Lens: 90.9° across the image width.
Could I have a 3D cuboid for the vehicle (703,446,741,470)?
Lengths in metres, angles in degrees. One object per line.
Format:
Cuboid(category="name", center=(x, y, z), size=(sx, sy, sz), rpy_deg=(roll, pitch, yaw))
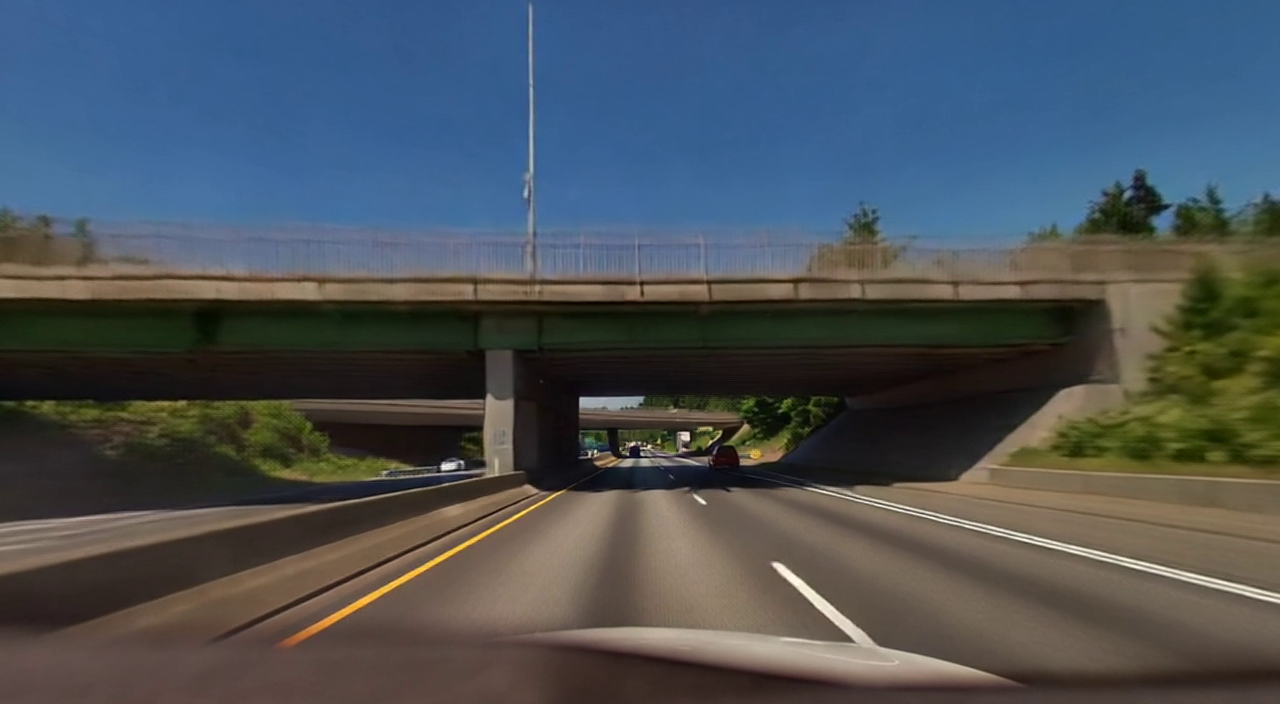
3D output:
Cuboid(category="vehicle", center=(5.390, 7.015, 41.757), size=(1.987, 1.473, 4.244), rpy_deg=(0, -9, 1))
